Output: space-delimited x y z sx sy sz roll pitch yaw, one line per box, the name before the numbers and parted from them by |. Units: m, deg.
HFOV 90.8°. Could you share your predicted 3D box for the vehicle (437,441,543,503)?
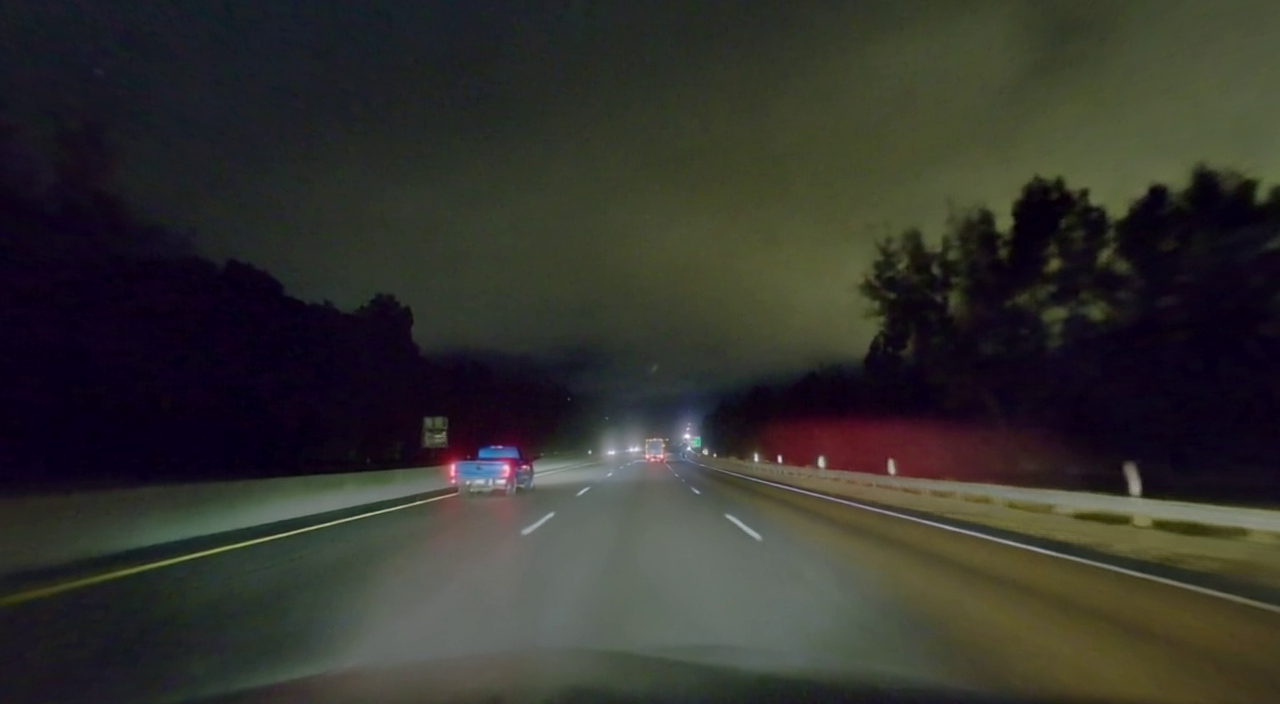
vehicle | -4.203 3.431 18.407 2.035 1.595 4.022 0 -9 1
